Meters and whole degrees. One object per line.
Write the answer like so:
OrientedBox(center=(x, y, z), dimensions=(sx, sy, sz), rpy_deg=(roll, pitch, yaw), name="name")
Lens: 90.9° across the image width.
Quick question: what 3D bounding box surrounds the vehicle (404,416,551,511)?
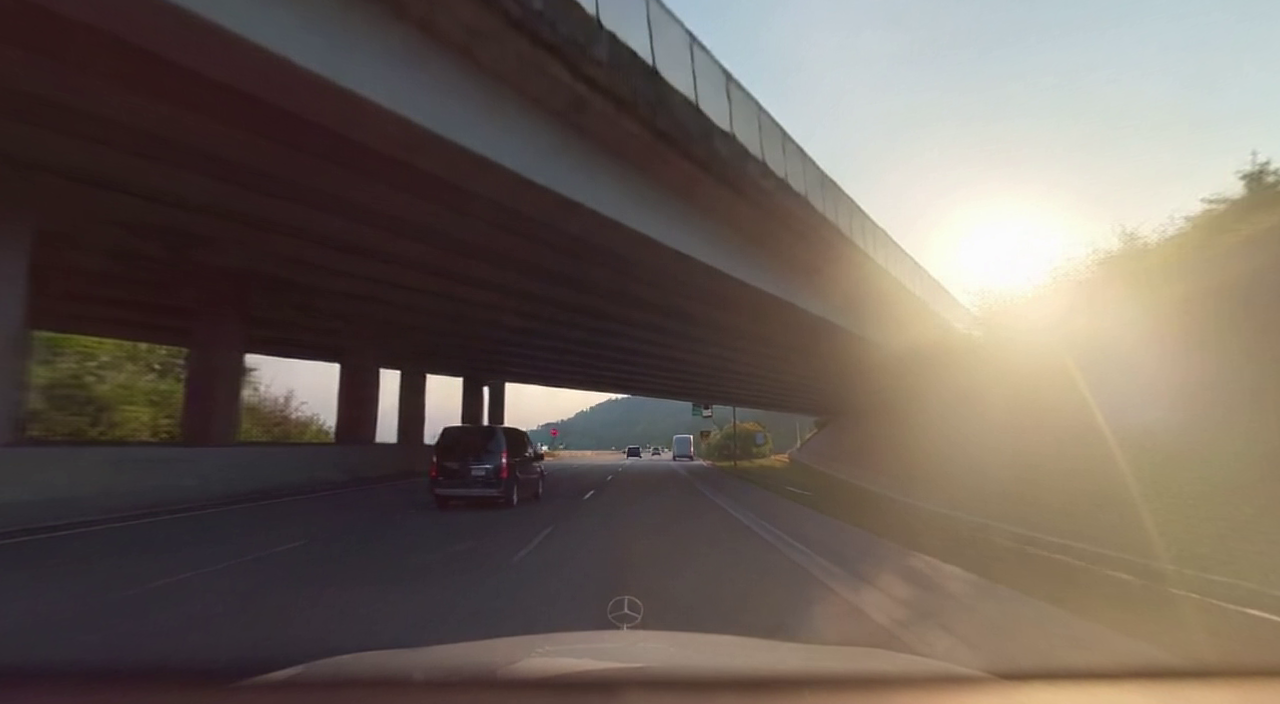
OrientedBox(center=(-3.663, 2.667, 15.383), dimensions=(2.167, 1.929, 5.037), rpy_deg=(0, -9, 1), name="vehicle")
